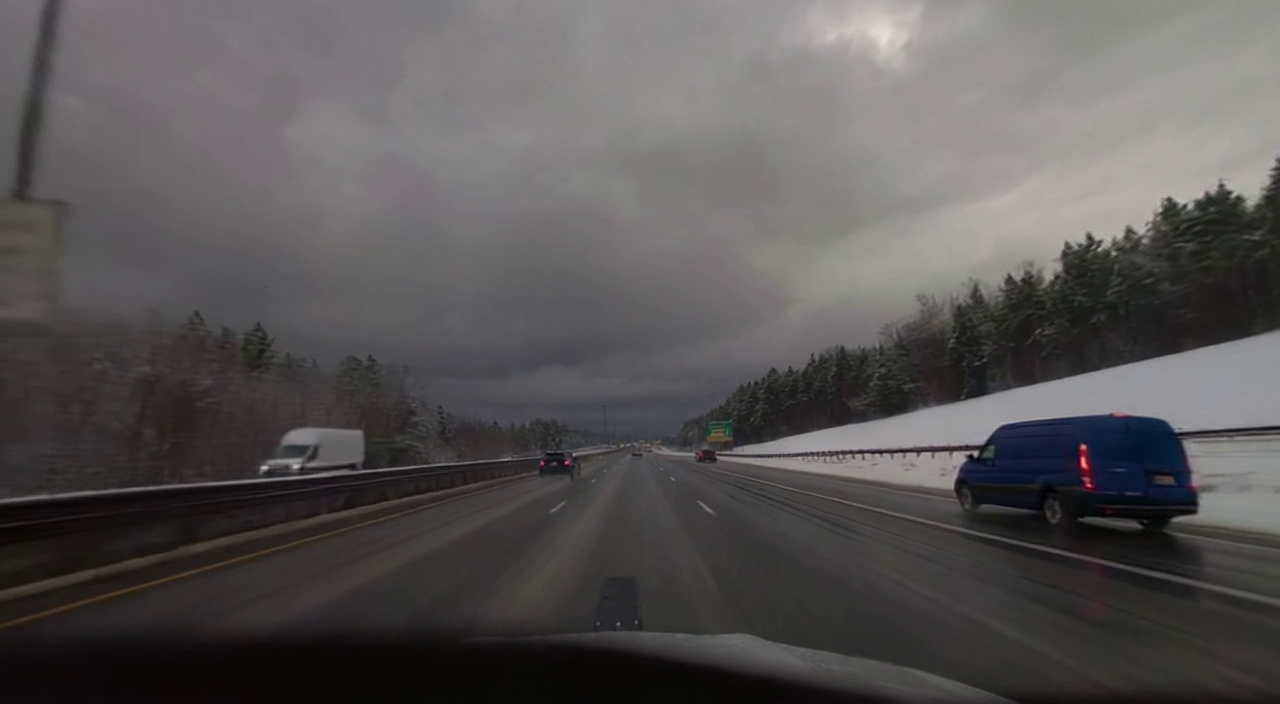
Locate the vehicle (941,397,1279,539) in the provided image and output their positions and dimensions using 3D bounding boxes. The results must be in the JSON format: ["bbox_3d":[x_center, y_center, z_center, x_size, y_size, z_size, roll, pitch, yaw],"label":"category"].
[{"bbox_3d":[7.744,1.994,11.269,2.133,1.933,4.986,0,-9,-1],"label":"vehicle"}]

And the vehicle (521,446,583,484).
[{"bbox_3d":[-3.840,5.018,28.244,2.160,1.530,4.500,0,-9,0],"label":"vehicle"}]

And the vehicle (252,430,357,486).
[{"bbox_3d":[-18.753,5.958,35.668,2.222,2.806,6.915,0,-9,-1],"label":"vehicle"}]

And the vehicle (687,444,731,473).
[{"bbox_3d":[4.108,6.448,38.340,2.069,1.625,4.832,0,-9,-1],"label":"vehicle"}]
